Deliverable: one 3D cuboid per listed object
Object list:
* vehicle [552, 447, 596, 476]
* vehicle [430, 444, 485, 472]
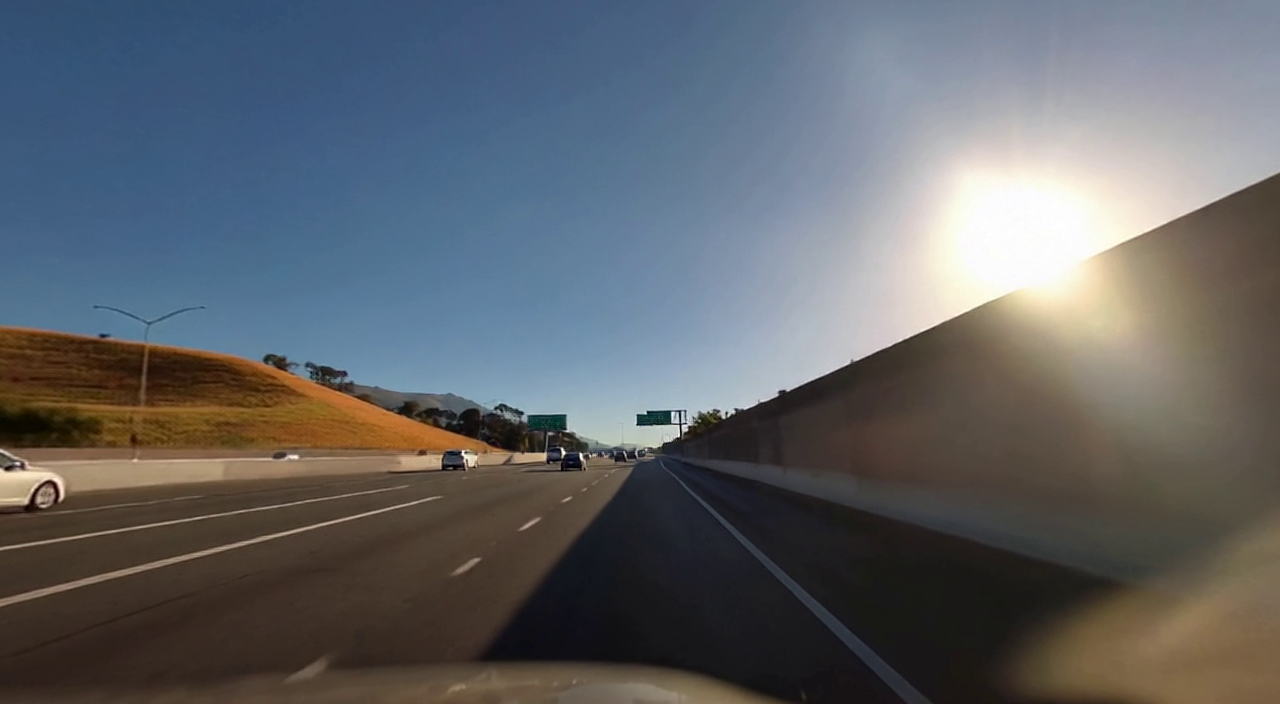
[{"bbox_3d":[-3.602,6.063,35.259,1.931,1.492,4.076,0,-9,1],"label":"vehicle"},{"bbox_3d":[-12.190,7.086,42.468,2.076,1.766,4.831,0,-9,2],"label":"vehicle"}]
